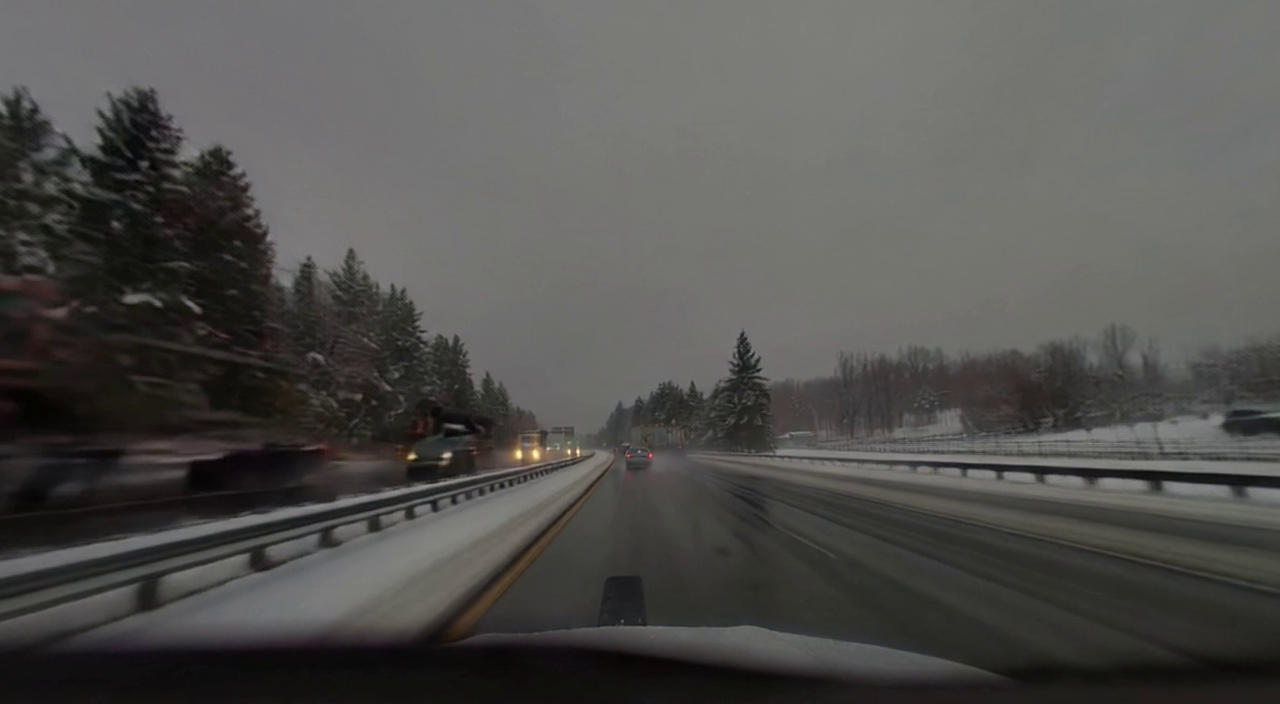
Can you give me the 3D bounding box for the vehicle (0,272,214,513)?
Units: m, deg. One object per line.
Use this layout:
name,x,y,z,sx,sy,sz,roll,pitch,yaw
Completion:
vehicle,-12.274,0.657,10.492,3.015,4.010,10.258,0,-9,1

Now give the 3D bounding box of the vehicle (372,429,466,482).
vehicle,-8.227,3.903,23.916,1.974,1.804,4.573,0,-9,-1

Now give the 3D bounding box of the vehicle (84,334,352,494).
vehicle,-12.391,2.129,19.853,2.861,4.010,7.950,0,-9,-1

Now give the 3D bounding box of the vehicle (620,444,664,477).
vehicle,0.037,5.402,31.561,2.069,1.523,4.012,0,-9,-1
